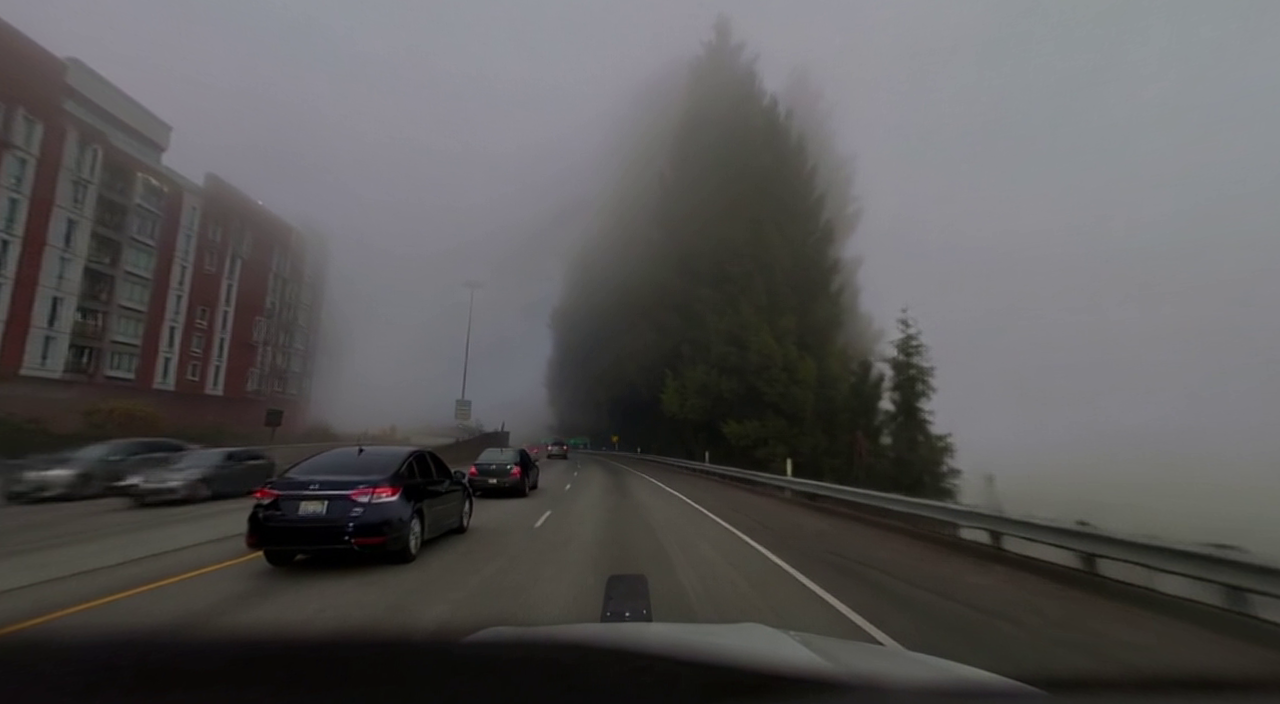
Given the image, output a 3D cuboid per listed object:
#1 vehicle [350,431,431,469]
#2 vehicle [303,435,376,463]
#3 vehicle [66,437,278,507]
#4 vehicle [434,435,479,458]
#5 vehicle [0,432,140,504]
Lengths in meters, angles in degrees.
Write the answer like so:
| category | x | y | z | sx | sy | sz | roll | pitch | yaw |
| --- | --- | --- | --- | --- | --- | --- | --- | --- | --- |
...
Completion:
| category | x | y | z | sx | sy | sz | roll | pitch | yaw |
| --- | --- | --- | --- | --- | --- | --- | --- | --- | --- |
| vehicle | -11.823 | 4.699 | 30.233 | 2.078 | 1.664 | 4.595 | 0 | -9 | -2 |
| vehicle | -16.261 | 5.292 | 34.401 | 1.982 | 1.442 | 4.367 | 0 | -9 | -3 |
| vehicle | -11.074 | 2.849 | 15.424 | 1.950 | 1.437 | 4.326 | 0 | -9 | -2 |
| vehicle | -12.729 | 6.635 | 44.050 | 1.953 | 1.520 | 4.549 | 0 | -9 | -2 |
| vehicle | -14.732 | 2.726 | 15.041 | 1.937 | 1.511 | 4.618 | 0 | -9 | -3 |
